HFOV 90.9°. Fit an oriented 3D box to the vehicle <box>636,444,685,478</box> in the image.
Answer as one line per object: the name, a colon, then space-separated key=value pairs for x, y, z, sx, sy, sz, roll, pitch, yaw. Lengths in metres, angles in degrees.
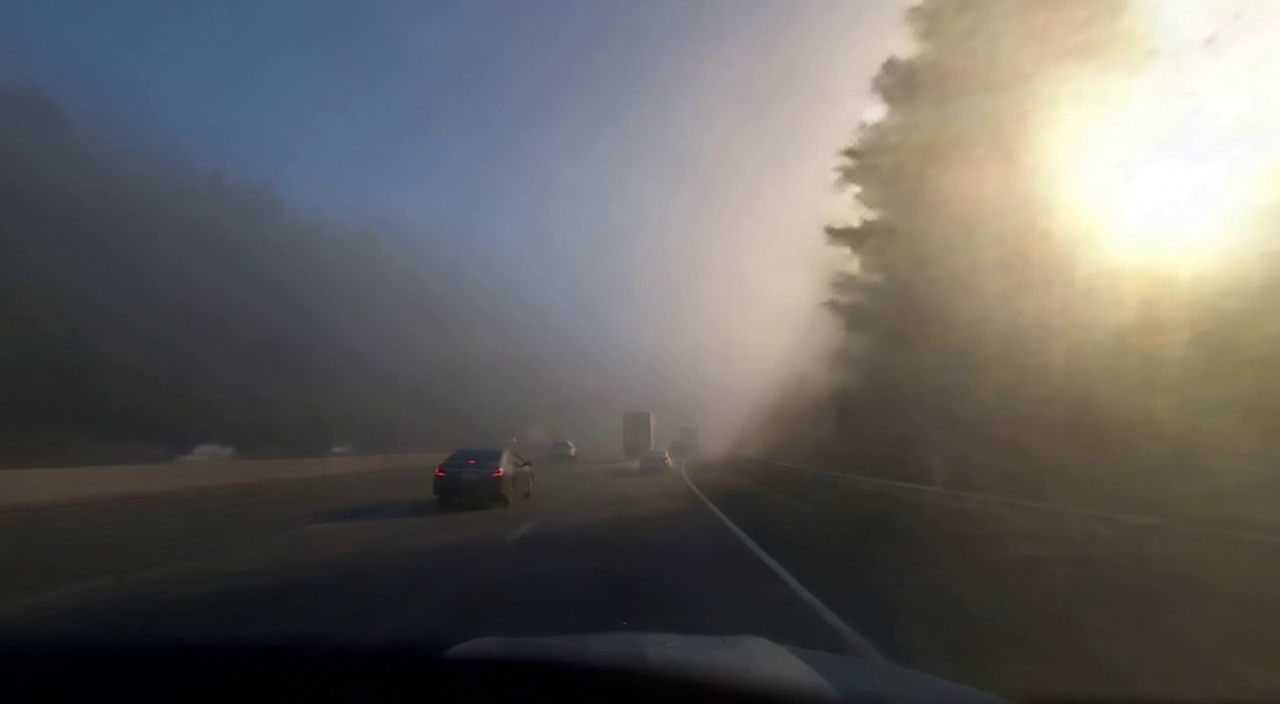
vehicle: x=0.903 y=4.697 z=27.384 sx=1.984 sy=1.365 sz=3.767 roll=0 pitch=-9 yaw=2

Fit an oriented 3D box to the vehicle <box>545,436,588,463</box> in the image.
vehicle: x=-5.315 y=7.120 z=46.209 sx=2.142 sy=1.833 sz=4.854 roll=-1 pitch=-9 yaw=5

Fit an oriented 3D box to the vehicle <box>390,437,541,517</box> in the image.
vehicle: x=-3.656 y=2.697 z=14.207 sx=1.916 sy=1.486 sz=4.631 roll=0 pitch=-9 yaw=2
